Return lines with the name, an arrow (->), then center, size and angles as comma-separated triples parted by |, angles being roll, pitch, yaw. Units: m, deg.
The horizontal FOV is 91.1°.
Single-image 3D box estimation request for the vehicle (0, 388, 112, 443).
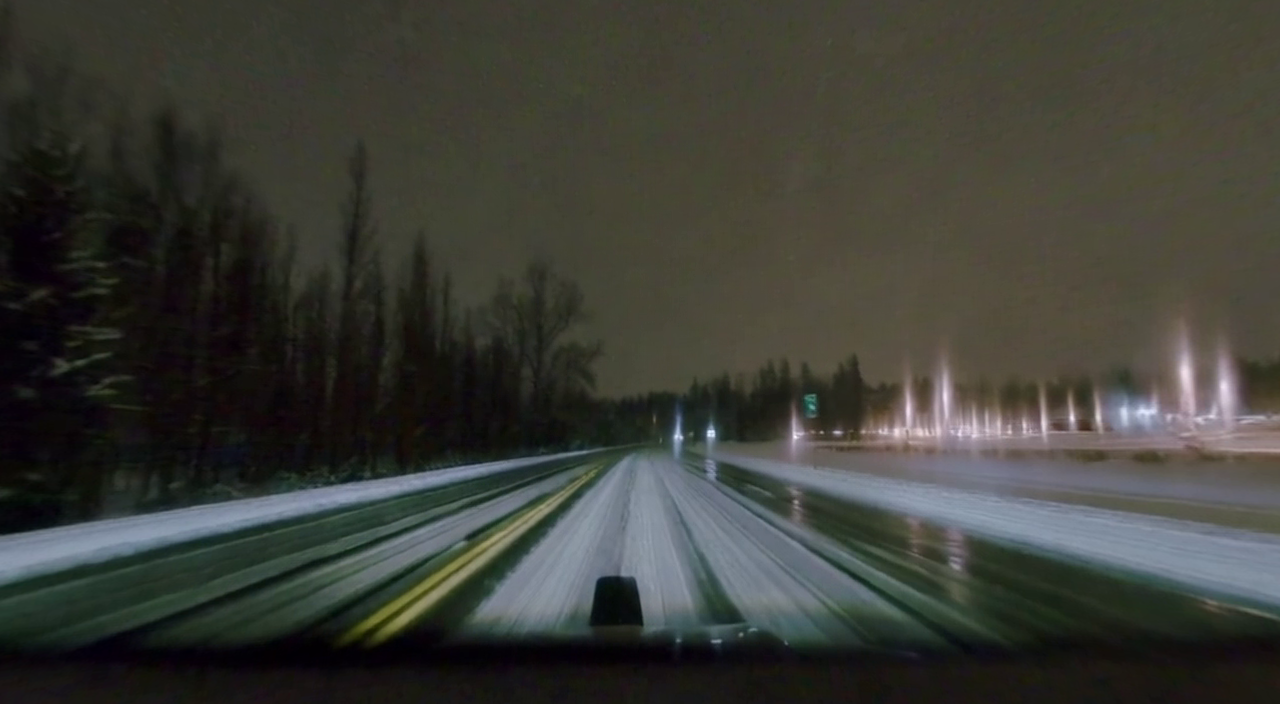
vehicle -> -19.800, 2.098, 20.111 | 1.846, 1.589, 4.483 | 0, -8, 0
